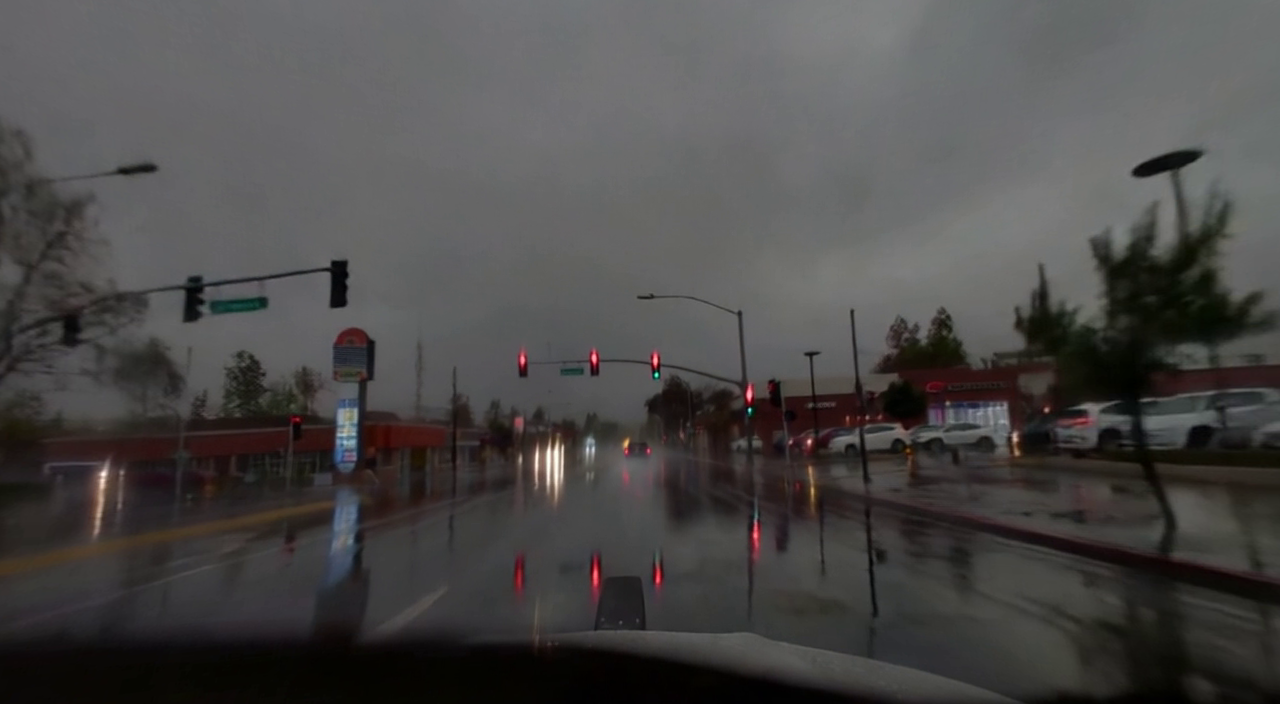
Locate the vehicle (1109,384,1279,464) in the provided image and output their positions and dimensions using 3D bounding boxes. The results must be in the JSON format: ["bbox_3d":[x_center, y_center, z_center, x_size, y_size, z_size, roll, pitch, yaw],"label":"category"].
[{"bbox_3d":[12.925,1.537,13.325,4.323,1.534,2.133,0,-9,-1],"label":"vehicle"}]

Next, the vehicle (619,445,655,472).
[{"bbox_3d":[-0.167,6.207,36.918,1.977,1.451,4.032,0,-9,-1],"label":"vehicle"}]

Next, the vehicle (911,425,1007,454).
[{"bbox_3d":[18.705,5.146,37.129,4.586,1.623,1.861,0,-9,-1],"label":"vehicle"}]

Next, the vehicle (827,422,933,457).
[{"bbox_3d":[13.020,4.801,34.459,4.852,1.805,2.155,0,-9,-2],"label":"vehicle"}]
